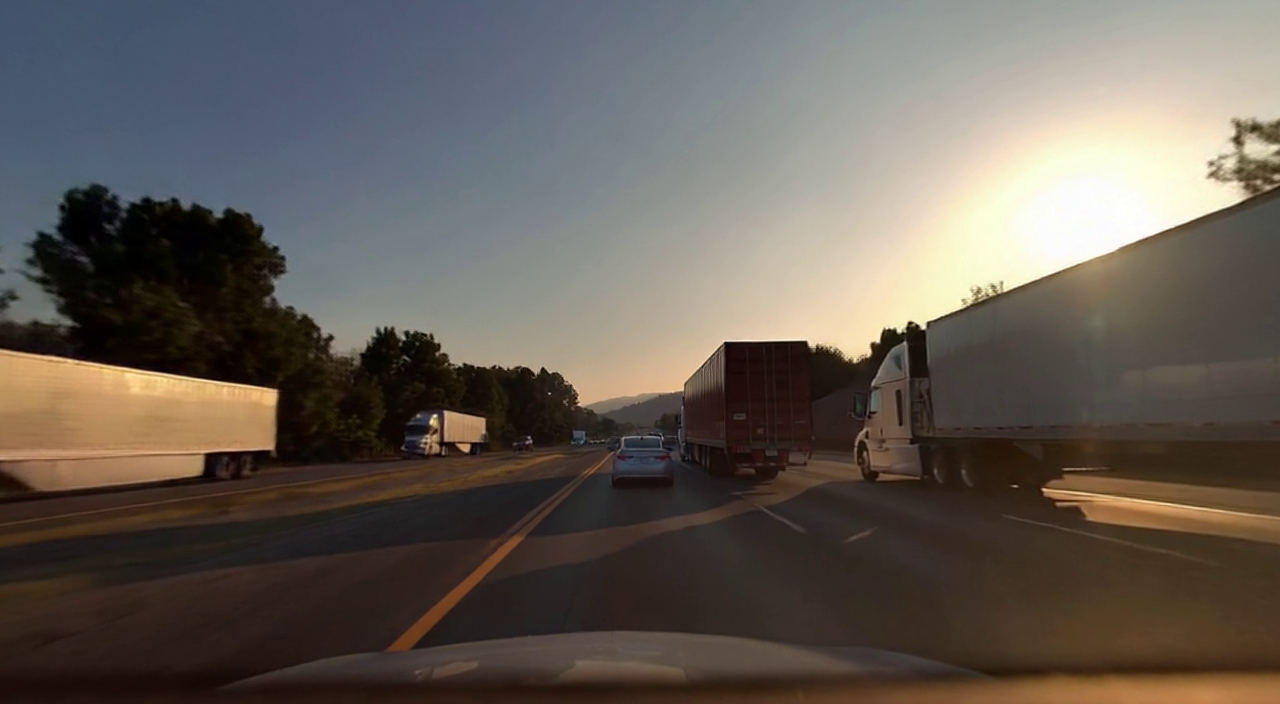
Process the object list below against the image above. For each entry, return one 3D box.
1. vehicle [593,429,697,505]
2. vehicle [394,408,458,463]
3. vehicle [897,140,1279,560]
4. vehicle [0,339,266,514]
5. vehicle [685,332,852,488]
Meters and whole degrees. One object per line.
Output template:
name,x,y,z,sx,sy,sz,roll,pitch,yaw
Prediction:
vehicle,0.046,2.500,14.241,2.038,1.477,3.773,0,-8,-2
vehicle,-16.824,6.608,49.990,2.903,4.010,6.212,0,-8,-1
vehicle,8.149,0.251,8.585,3.110,4.308,14.260,0,-8,-1
vehicle,-16.598,2.276,18.653,2.840,4.093,13.930,0,-8,-1
vehicle,3.853,2.425,23.603,2.888,4.099,14.183,0,-8,-2
